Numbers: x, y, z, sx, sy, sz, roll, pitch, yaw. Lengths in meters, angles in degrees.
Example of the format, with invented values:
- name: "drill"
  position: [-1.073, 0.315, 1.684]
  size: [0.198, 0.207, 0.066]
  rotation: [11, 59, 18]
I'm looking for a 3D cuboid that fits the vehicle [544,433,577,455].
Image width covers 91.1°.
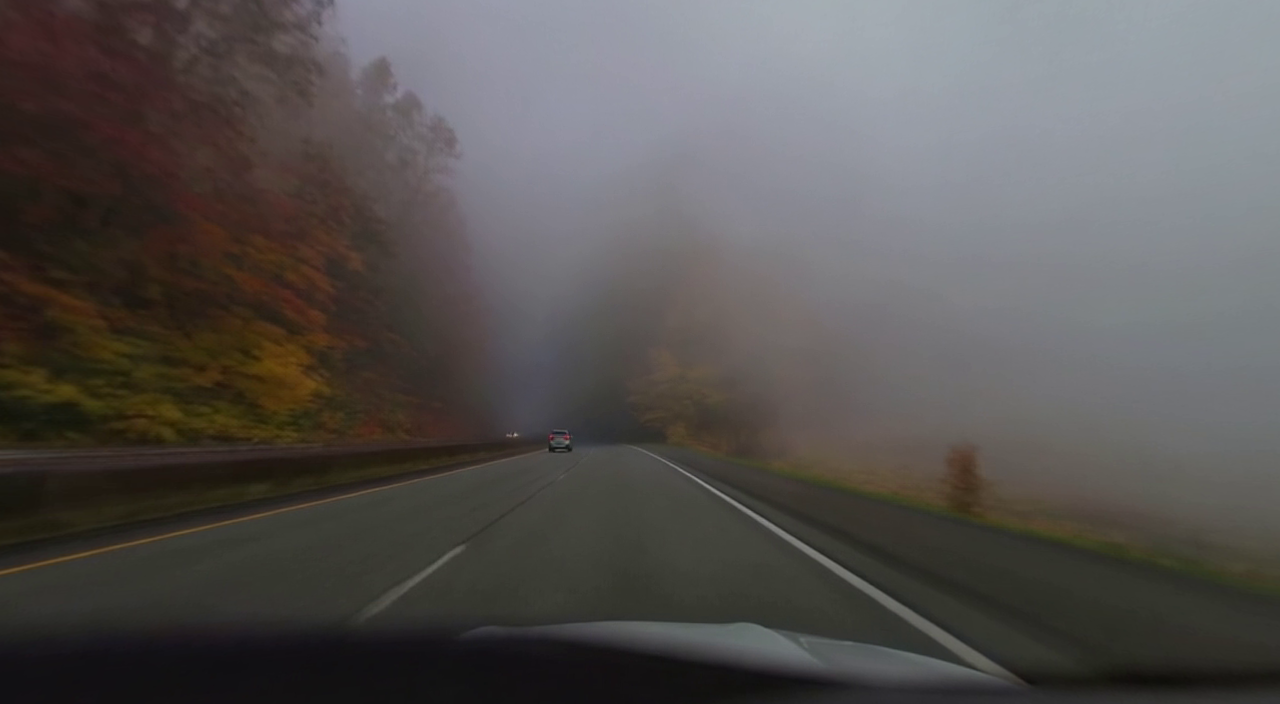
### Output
- name: "vehicle"
  position: [-5.929, 6.923, 47.419]
  size: [2.073, 1.559, 4.393]
  rotation: [0, -8, -3]
